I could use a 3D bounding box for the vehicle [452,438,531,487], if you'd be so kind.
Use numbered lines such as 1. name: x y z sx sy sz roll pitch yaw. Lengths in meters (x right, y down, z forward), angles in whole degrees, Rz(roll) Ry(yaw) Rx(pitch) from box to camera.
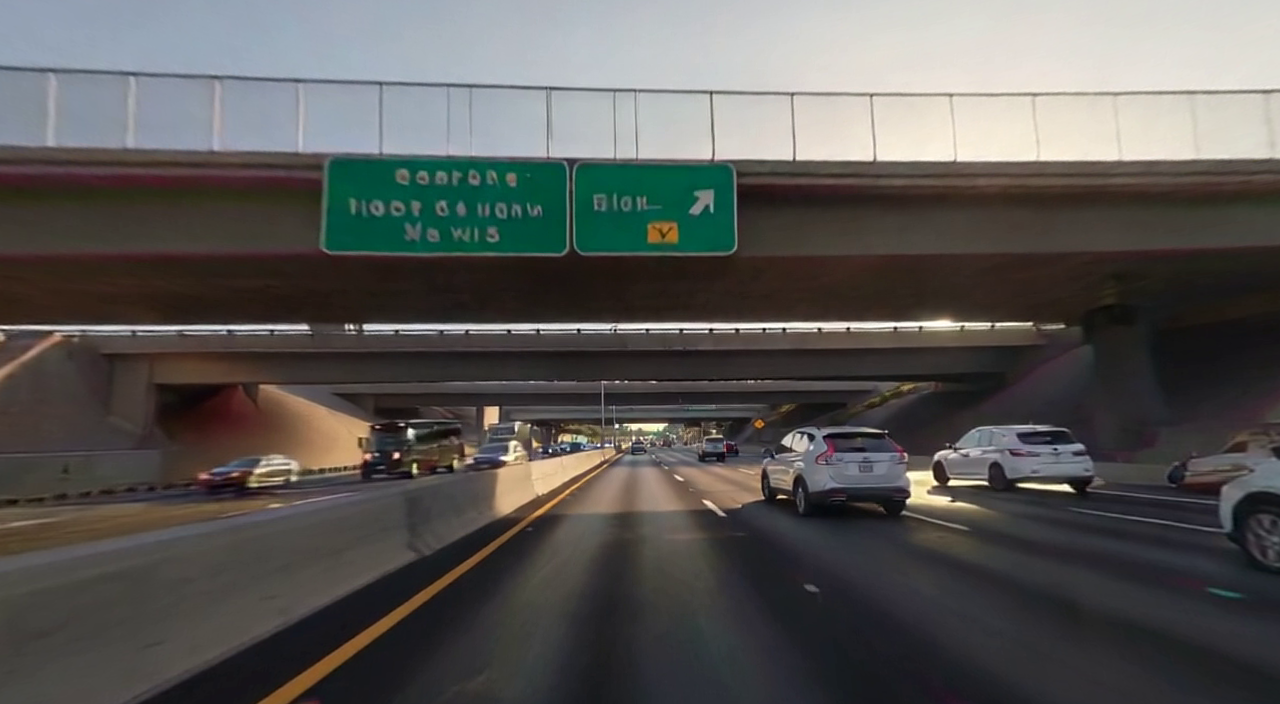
1. vehicle: -5.638 4.246 24.598 2.037 1.700 4.417 0 -9 -1

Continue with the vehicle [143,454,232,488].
1. vehicle: -27.565 7.221 38.708 2.089 1.915 4.627 0 -9 -2

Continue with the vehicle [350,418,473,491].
1. vehicle: -9.487 4.348 27.118 2.786 2.696 6.461 0 -9 0

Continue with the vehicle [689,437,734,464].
1. vehicle: 5.387 7.540 48.518 2.434 1.869 5.553 0 -9 -3

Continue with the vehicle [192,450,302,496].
1. vehicle: -16.838 5.162 27.395 1.963 1.786 4.373 0 -8 -1

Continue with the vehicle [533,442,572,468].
1. vehicle: -6.063 7.210 44.463 2.126 1.715 4.619 0 -8 0

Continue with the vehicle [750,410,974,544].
1. vehicle: 3.240 1.934 10.365 2.059 1.711 4.302 0 -9 -1
